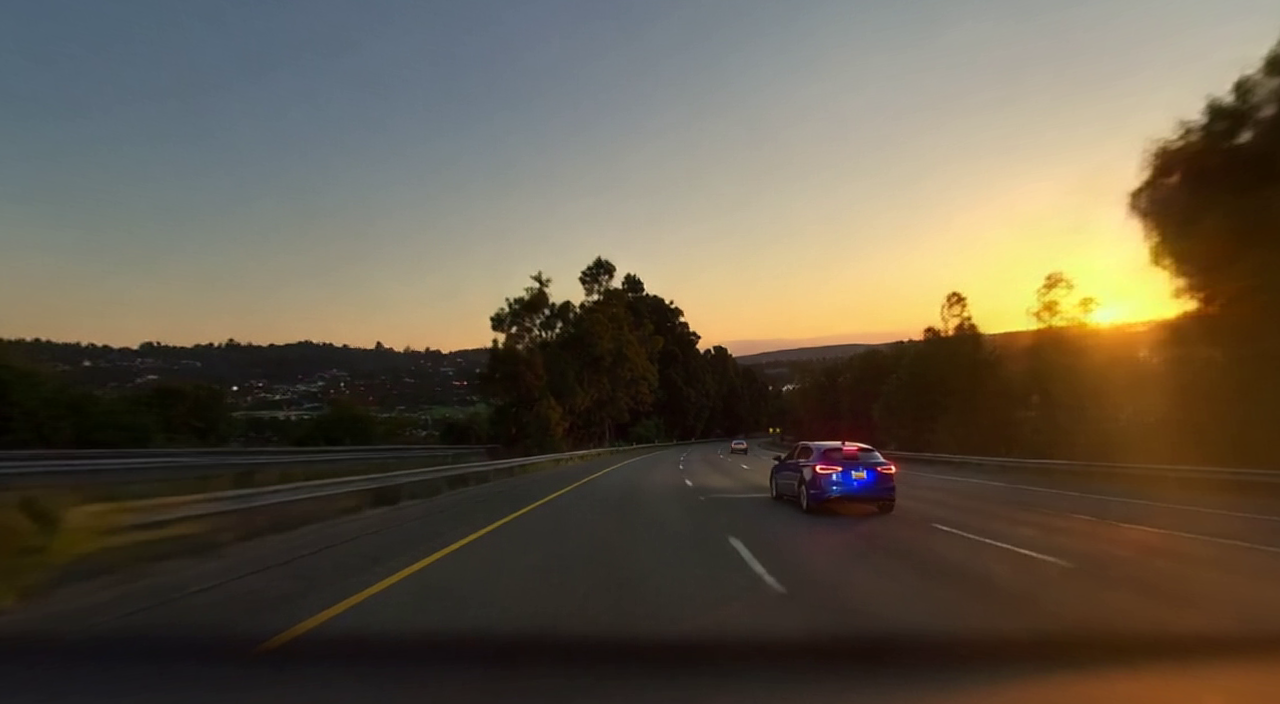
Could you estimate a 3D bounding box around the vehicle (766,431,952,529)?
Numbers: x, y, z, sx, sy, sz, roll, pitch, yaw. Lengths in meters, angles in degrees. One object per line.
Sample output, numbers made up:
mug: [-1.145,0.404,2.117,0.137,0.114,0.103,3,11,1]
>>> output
vehicle: [3.914,2.360,12.242,2.050,1.546,4.344,0,-8,0]
